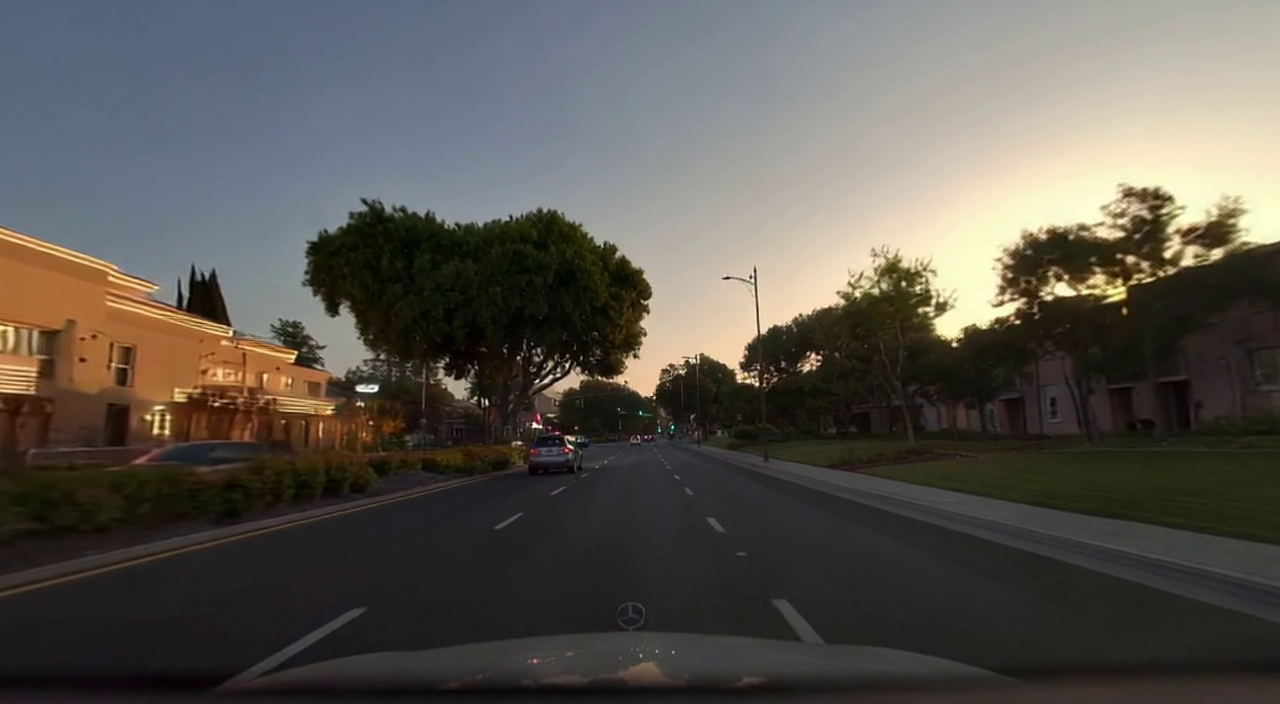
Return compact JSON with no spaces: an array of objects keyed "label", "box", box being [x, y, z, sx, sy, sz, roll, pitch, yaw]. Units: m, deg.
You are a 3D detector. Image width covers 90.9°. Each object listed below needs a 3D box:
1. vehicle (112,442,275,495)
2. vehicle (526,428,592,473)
[{"label":"vehicle","box":[-14.355,3.734,20.679,2.075,1.526,4.403,0,-8,1]},{"label":"vehicle","box":[-3.242,4.072,26.219,2.062,1.693,4.669,0,-8,1]}]
